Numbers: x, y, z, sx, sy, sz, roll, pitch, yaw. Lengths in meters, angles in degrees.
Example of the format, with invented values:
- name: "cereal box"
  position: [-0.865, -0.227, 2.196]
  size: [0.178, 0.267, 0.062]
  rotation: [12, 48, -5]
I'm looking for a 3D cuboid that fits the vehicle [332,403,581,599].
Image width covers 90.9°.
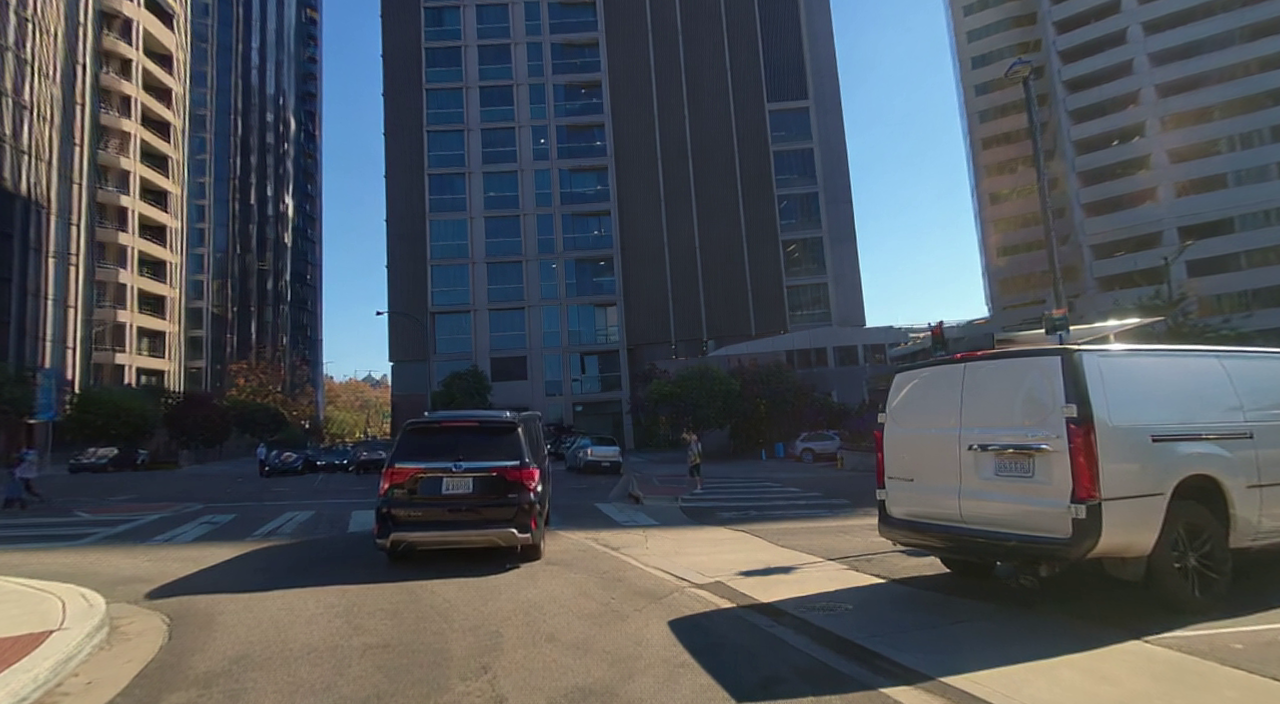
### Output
- name: "vehicle"
  position: [-1.836, 1.645, 7.822]
  size: [2.144, 1.733, 4.115]
  rotation: [1, -8, -5]

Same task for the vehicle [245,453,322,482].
- name: "vehicle"
  position: [-19.454, 6.290, 34.512]
  size: [3.467, 1.456, 1.649]
  rotation: [4, -9, -24]

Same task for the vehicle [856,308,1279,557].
- name: "vehicle"
  position: [6.770, 1.038, 8.236]
  size: [6.932, 2.753, 2.446]
  rotation: [0, -8, 1]
